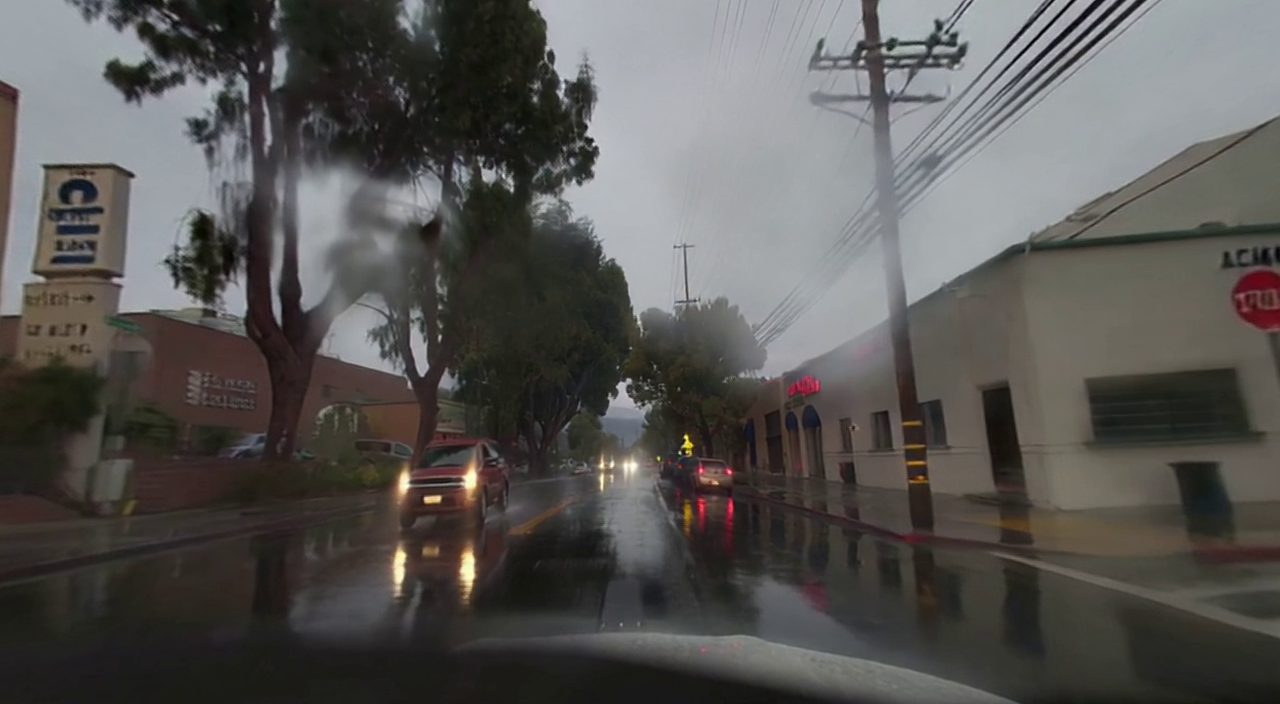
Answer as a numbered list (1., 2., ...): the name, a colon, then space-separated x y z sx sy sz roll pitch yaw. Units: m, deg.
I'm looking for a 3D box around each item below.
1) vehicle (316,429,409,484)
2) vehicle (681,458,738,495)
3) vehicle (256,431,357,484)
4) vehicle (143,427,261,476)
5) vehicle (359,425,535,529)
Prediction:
1. vehicle: -15.579 5.962 36.011 2.715 2.789 6.225 1 -9 -4
2. vehicle: 2.893 5.293 27.106 1.877 1.373 3.854 0 -8 -2
3. vehicle: -18.518 5.809 35.520 2.256 2.668 5.979 -1 -7 2
4. vehicle: -24.450 5.578 35.661 2.288 2.514 5.886 0 -8 1
5. vehicle: -4.110 2.751 14.593 2.495 1.966 4.846 0 -8 0
